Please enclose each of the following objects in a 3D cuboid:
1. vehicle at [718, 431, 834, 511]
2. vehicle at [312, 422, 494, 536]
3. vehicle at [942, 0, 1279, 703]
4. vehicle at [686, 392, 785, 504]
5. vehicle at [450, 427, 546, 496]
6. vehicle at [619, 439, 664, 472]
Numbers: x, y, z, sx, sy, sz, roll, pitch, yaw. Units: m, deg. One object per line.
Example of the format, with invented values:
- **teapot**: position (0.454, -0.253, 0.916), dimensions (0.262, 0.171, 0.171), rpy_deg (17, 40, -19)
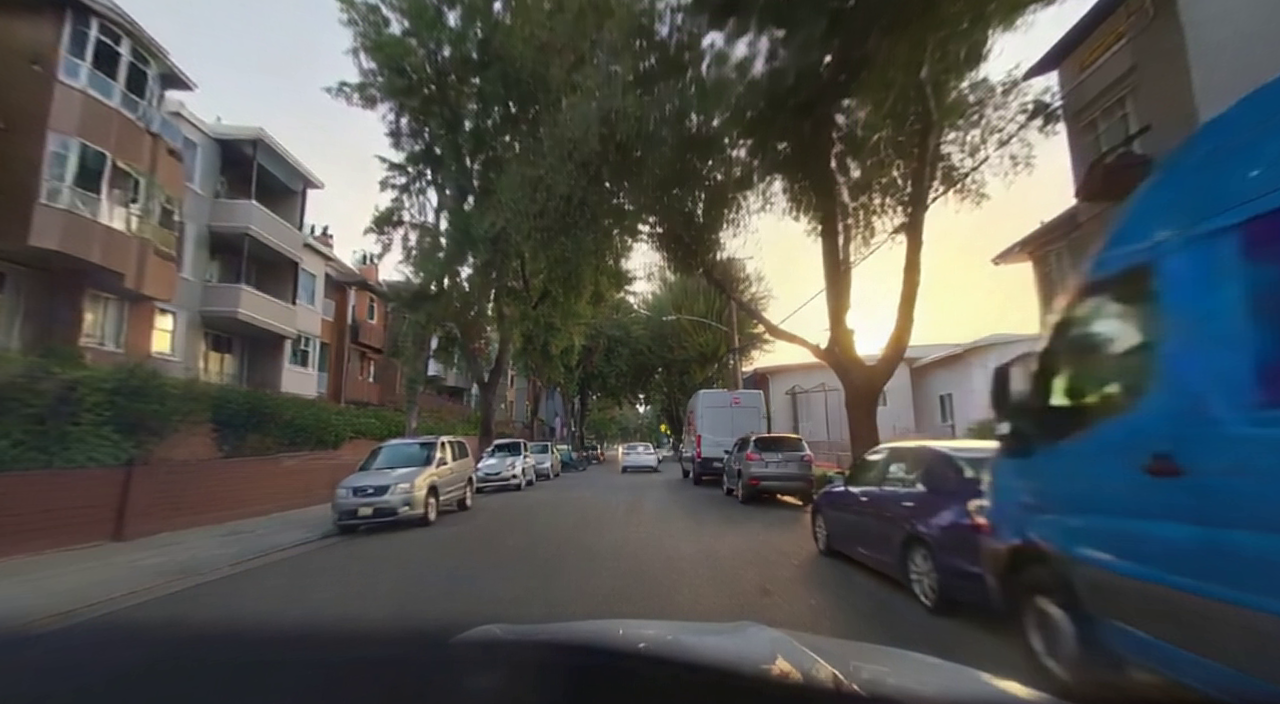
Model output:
- **vehicle**: position (3.086, 2.756, 15.184), dimensions (1.901, 1.649, 4.118), rpy_deg (0, -8, 0)
- **vehicle**: position (-4.303, 2.280, 12.222), dimensions (1.951, 1.662, 4.046), rpy_deg (1, -4, 0)
- **vehicle**: position (3.048, 0.201, 0.967), dimensions (2.245, 2.843, 5.762), rpy_deg (0, -8, 0)
- **vehicle**: position (2.922, 2.912, 21.008), dimensions (2.489, 3.082, 6.627), rpy_deg (1, -4, 2)
- **vehicle**: position (-4.540, 3.502, 20.845), dimensions (2.022, 1.721, 4.355), rpy_deg (1, -3, 2)
- **vehicle**: position (0.126, 5.029, 30.828), dimensions (2.095, 1.510, 3.605), rpy_deg (0, -8, 2)
